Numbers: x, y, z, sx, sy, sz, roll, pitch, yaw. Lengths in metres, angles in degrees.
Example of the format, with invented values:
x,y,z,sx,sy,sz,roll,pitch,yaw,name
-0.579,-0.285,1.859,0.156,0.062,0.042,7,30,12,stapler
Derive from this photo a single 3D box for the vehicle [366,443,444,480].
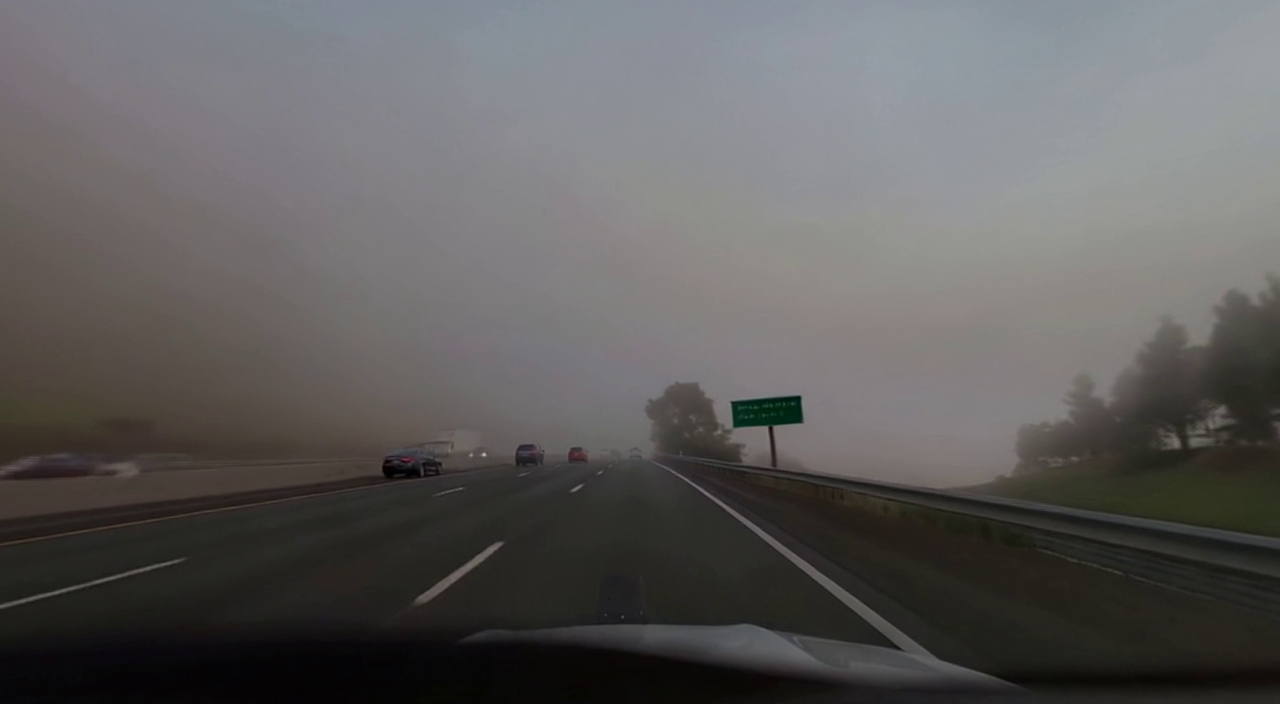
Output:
x,y,z,sx,sy,sz,roll,pitch,yaw,name
-11.159,5.198,30.205,2.001,1.625,4.528,0,-8,0,vehicle

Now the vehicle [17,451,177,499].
x,y,z,sx,sy,sz,roll,pitch,yaw,name
-18.428,4.155,21.627,1.831,1.434,4.144,0,-8,-1,vehicle
